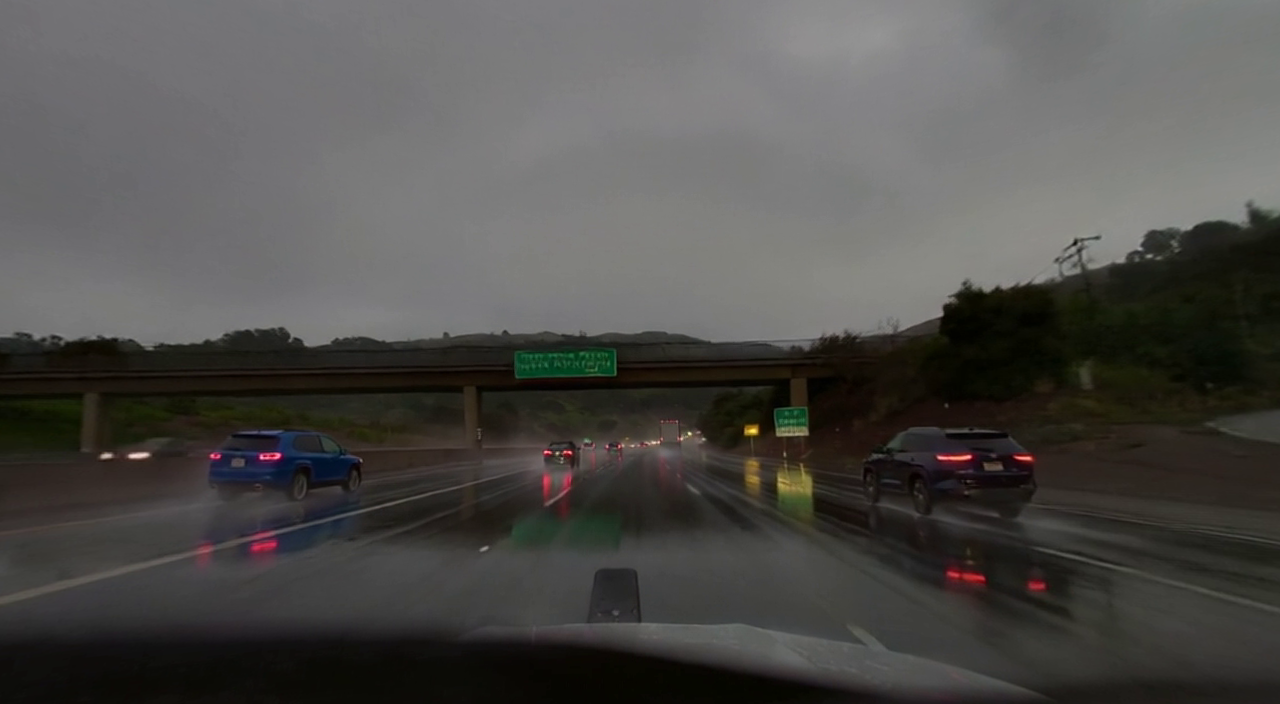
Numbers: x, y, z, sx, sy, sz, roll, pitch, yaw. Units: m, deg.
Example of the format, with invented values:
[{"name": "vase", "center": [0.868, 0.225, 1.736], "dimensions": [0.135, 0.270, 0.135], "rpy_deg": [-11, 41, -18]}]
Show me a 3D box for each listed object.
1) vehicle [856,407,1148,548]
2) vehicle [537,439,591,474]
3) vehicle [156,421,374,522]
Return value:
[{"name": "vehicle", "center": [5.258, 1.893, 10.128], "dimensions": [1.950, 1.719, 4.545], "rpy_deg": [0, -9, 0]}, {"name": "vehicle", "center": [-3.464, 4.869, 29.677], "dimensions": [1.925, 1.509, 4.363], "rpy_deg": [0, -9, 1]}, {"name": "vehicle", "center": [-7.276, 2.348, 12.886], "dimensions": [1.860, 1.694, 4.173], "rpy_deg": [0, -9, 0]}]
